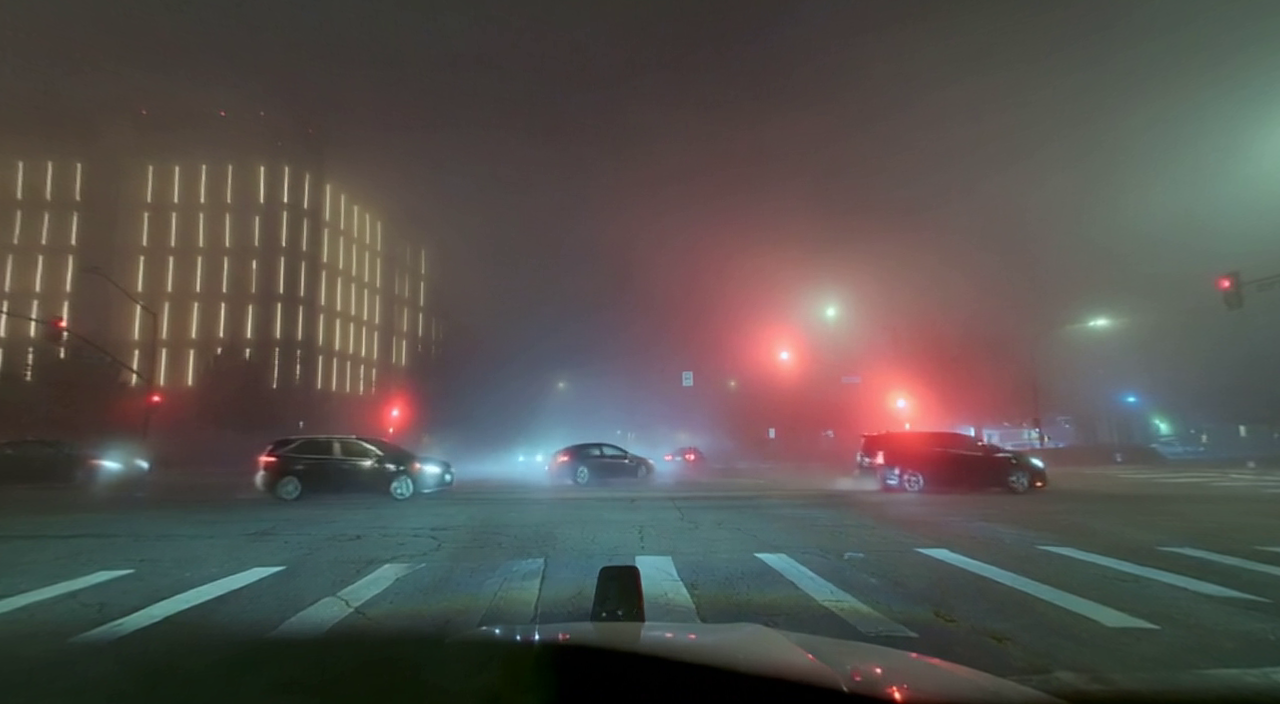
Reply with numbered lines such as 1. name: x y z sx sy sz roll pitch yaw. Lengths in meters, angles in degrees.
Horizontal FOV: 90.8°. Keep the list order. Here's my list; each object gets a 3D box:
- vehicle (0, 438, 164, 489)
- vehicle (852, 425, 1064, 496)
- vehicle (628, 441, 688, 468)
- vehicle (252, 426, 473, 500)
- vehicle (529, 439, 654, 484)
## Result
1. vehicle: -17.750 3.399 19.422 4.424 1.454 2.043 1 -8 -5
2. vehicle: 9.476 3.247 19.181 5.101 1.940 2.468 1 -8 -7
3. vehicle: 1.196 6.325 39.157 1.976 1.505 5.084 -4 -9 22
4. vehicle: -7.202 2.920 16.949 4.923 1.800 2.153 1 -8 -5
5. vehicle: -1.841 4.171 24.384 4.397 1.569 1.955 5 -10 -31
